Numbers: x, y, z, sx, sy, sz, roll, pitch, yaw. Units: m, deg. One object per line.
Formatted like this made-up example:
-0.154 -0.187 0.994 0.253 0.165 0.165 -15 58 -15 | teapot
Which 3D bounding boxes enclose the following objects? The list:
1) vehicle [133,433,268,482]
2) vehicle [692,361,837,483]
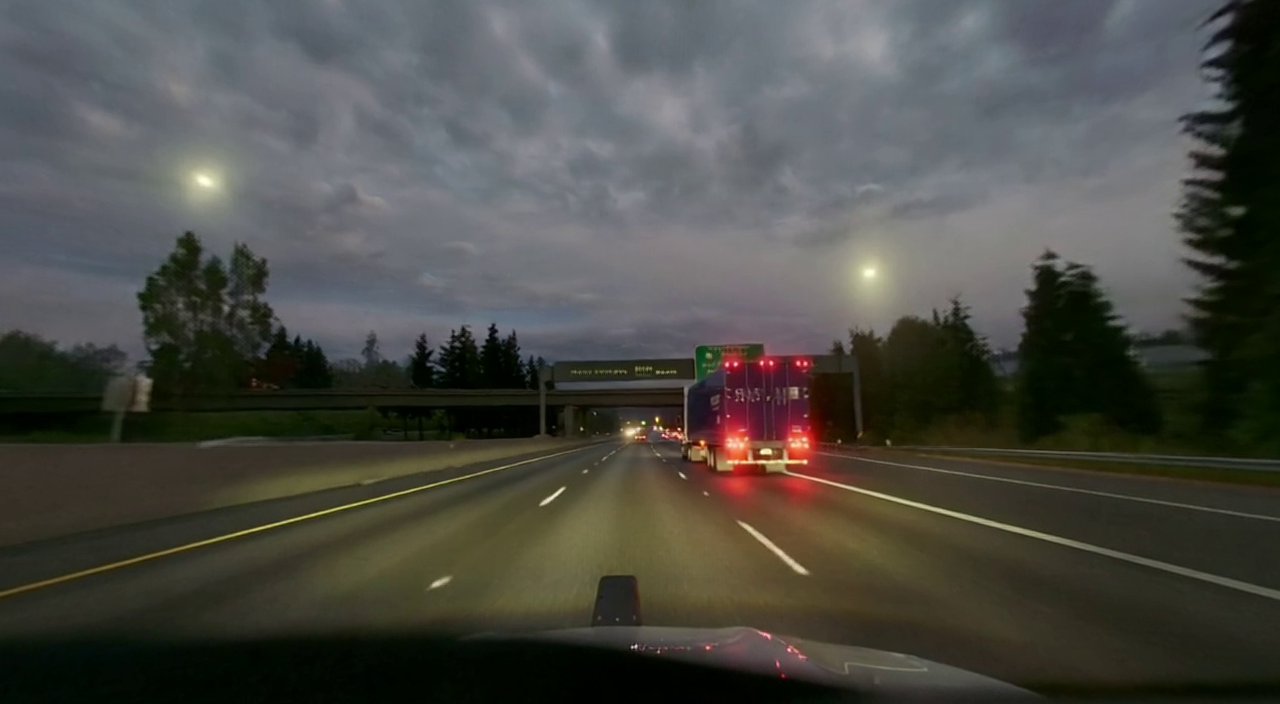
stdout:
-16.450 3.928 23.930 1.953 1.661 4.341 0 -8 1 | vehicle
3.924 2.658 23.128 2.849 3.391 11.018 0 -8 -1 | vehicle
